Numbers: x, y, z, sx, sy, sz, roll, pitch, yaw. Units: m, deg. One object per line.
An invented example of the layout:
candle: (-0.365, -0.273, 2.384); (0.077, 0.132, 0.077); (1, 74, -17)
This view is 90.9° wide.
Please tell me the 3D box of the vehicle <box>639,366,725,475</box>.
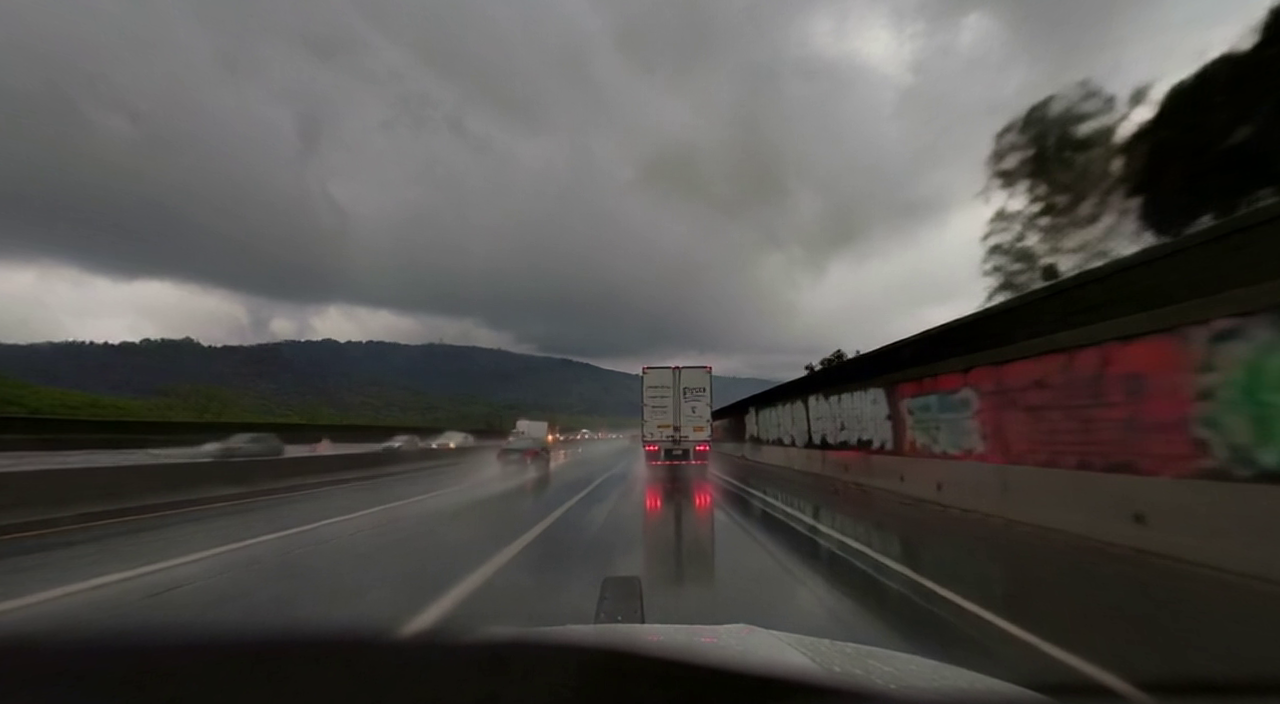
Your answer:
vehicle: (1.448, 3.081, 27.289); (2.921, 3.765, 10.773); (0, -8, 0)

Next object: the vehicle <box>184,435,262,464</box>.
vehicle: (-21.396, 5.003, 32.501); (1.626, 1.381, 3.464); (0, -8, -1)

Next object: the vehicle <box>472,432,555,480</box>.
vehicle: (-4.470, 3.731, 23.034); (1.982, 1.535, 4.519); (0, -8, 2)

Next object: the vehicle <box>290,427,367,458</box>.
vehicle: (-17.860, 5.208, 36.413); (2.020, 1.712, 4.580); (0, -8, 1)
